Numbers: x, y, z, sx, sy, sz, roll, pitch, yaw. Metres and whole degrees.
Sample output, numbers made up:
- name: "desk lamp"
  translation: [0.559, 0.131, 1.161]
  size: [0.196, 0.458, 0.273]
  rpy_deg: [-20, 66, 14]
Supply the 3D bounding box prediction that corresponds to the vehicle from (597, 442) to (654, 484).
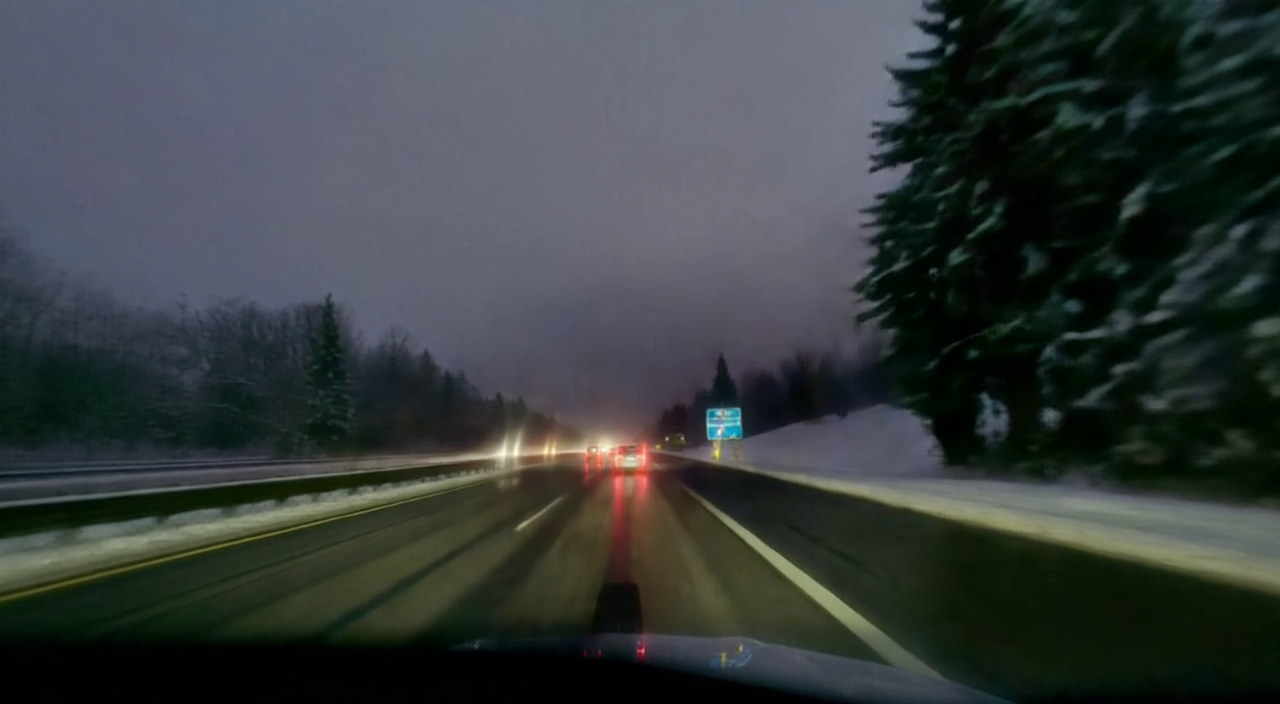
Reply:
- name: "vehicle"
  translation: [-0.549, 4.321, 24.694]
  size: [2.066, 1.490, 3.759]
  rpy_deg: [-1, -9, 0]
